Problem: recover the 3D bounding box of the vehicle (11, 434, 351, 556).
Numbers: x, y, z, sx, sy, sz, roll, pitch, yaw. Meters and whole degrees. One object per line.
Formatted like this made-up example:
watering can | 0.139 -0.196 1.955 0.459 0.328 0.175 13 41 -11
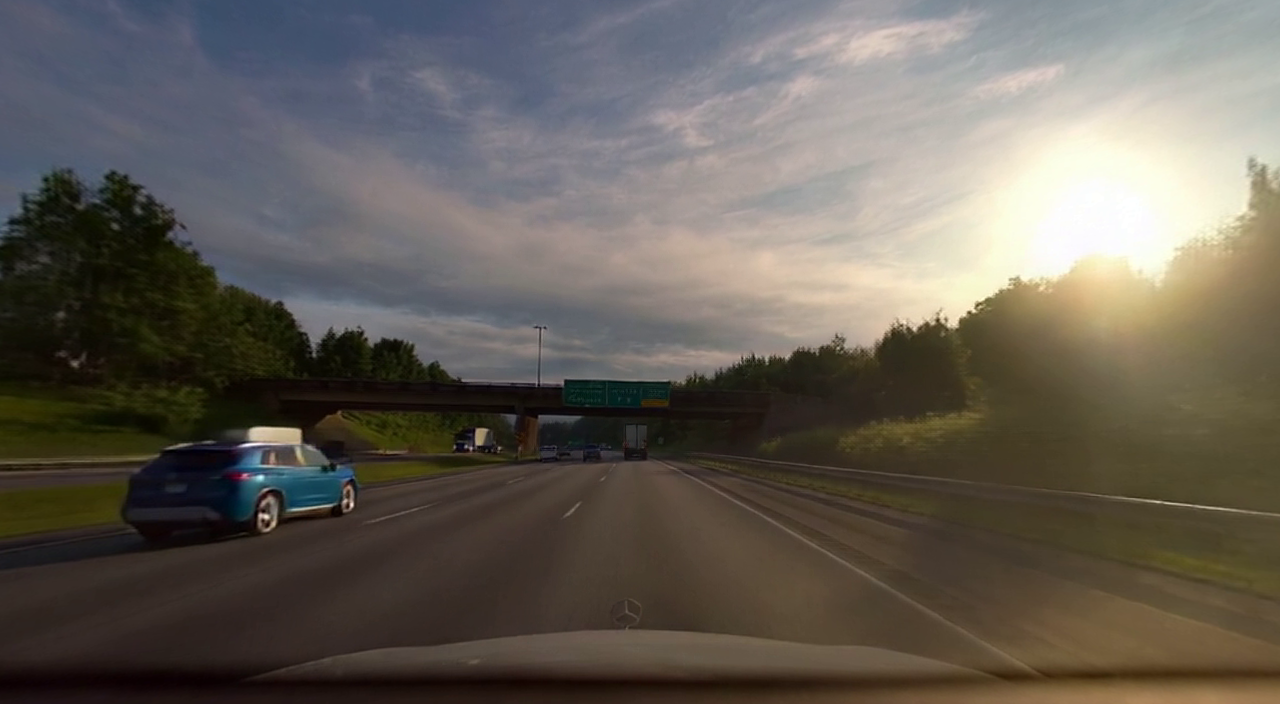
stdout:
vehicle | -6.810 2.144 10.241 2.038 1.489 4.603 0 -9 0
